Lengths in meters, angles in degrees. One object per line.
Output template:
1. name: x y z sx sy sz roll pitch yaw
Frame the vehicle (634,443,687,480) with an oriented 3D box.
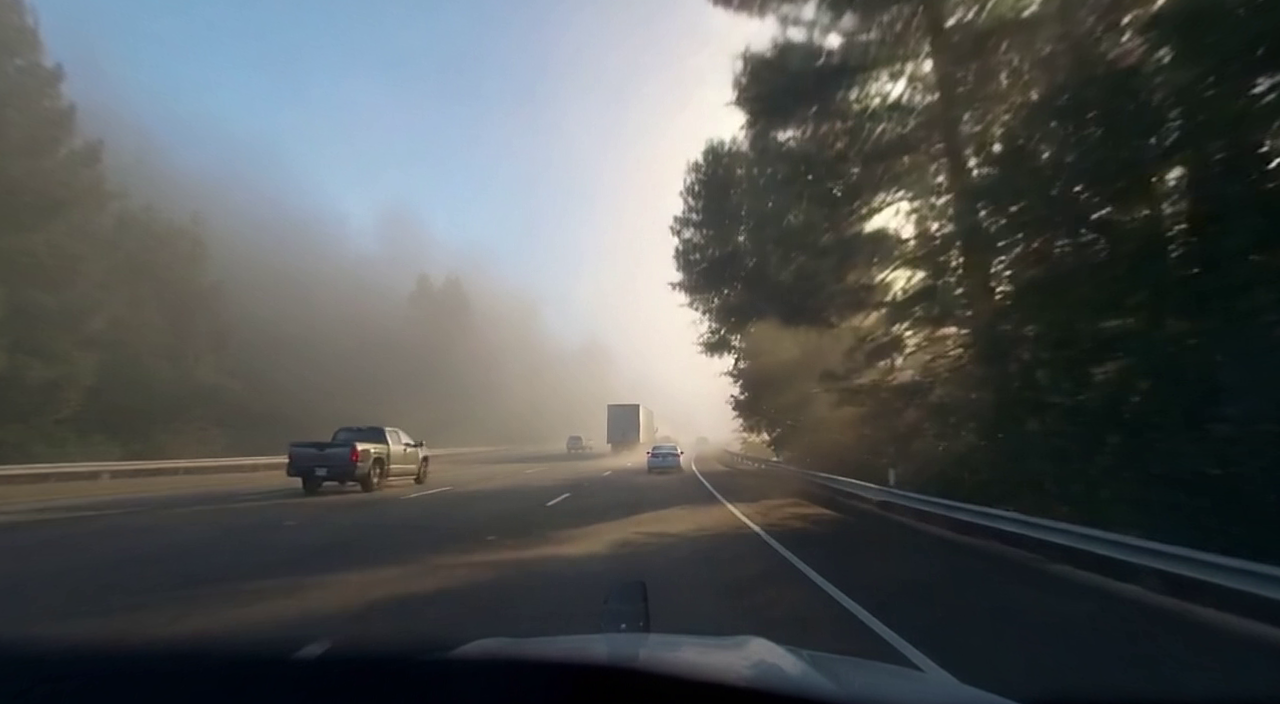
1. vehicle: 0.885 4.392 25.643 1.984 1.365 3.767 0 -8 3

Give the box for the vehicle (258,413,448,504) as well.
1. vehicle: -6.668 2.546 15.458 2.142 1.833 4.854 0 -8 3
